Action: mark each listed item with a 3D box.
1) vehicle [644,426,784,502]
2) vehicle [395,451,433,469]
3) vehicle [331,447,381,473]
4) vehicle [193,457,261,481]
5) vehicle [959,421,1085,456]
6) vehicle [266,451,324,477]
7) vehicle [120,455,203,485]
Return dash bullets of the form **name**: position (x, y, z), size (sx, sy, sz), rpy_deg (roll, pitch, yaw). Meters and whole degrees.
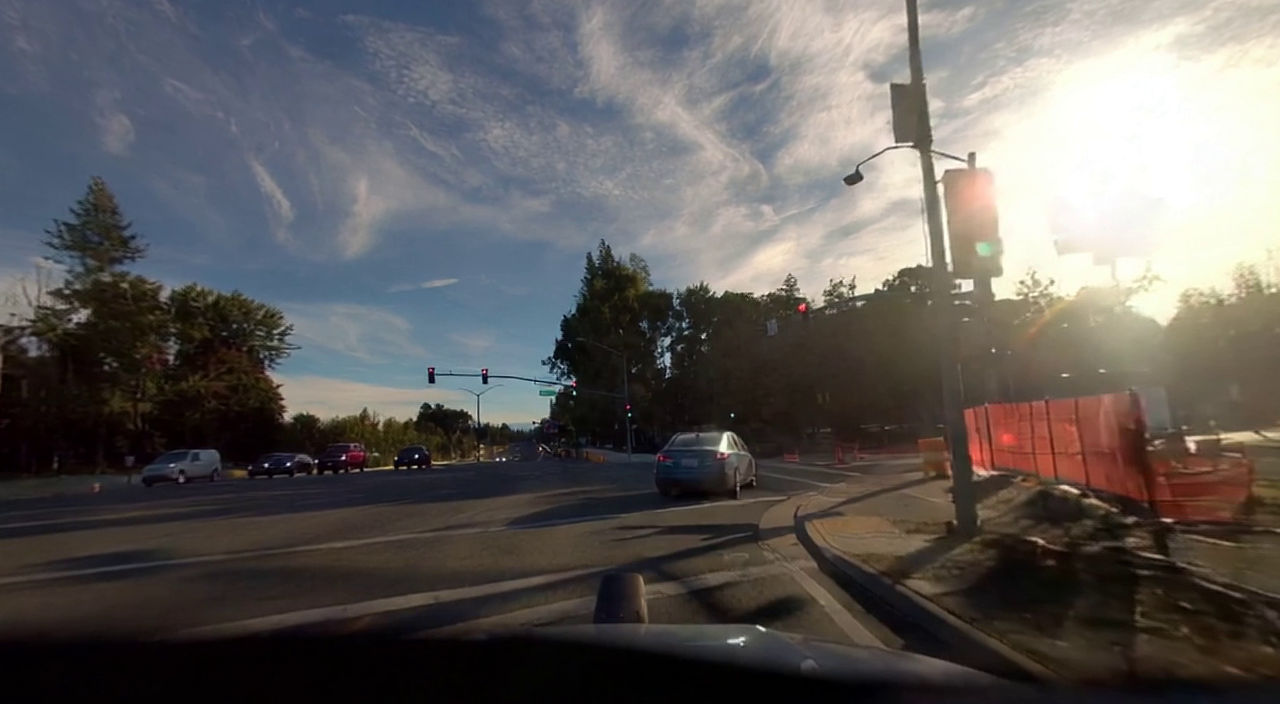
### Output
- **vehicle**: position (1.916, 2.595, 15.002), size (2.183, 1.506, 4.286), rpy_deg (-4, -9, 22)
- **vehicle**: position (-17.831, 8.516, 49.997), size (1.870, 1.344, 4.321), rpy_deg (1, -9, -6)
- **vehicle**: position (-21.193, 8.048, 47.301), size (2.101, 1.759, 4.619), rpy_deg (1, -9, -8)
- **vehicle**: position (-27.919, 7.873, 42.890), size (2.024, 1.448, 4.478), rpy_deg (1, -9, -7)
- **vehicle**: position (17.346, 3.959, 28.887), size (4.467, 1.477, 1.873), rpy_deg (-2, -8, 8)
- **vehicle**: position (-24.457, 7.909, 44.923), size (2.081, 1.670, 4.376), rpy_deg (1, -9, -8)
- **vehicle**: position (-30.763, 7.589, 40.845), size (2.142, 1.723, 4.692), rpy_deg (1, -9, -8)
